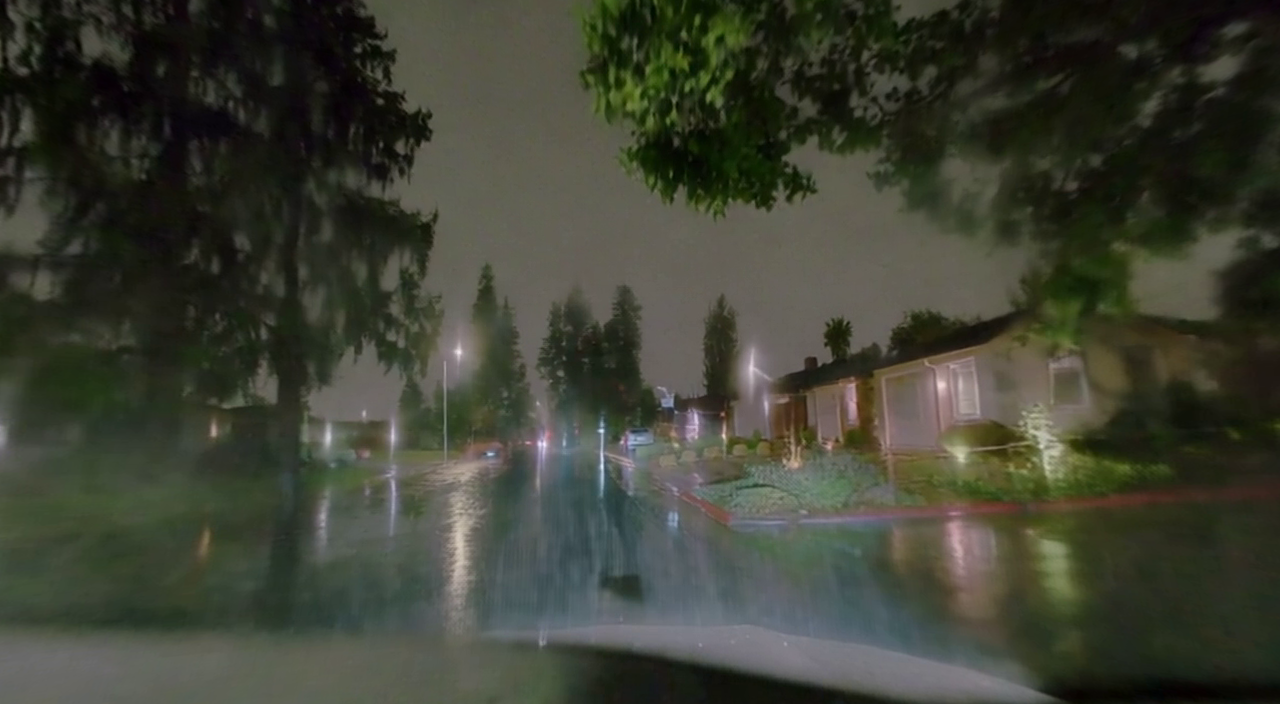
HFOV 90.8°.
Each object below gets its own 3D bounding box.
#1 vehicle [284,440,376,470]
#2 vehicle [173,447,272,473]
[{"bbox_3d":[-18.746,6.242,38.378,4.559,1.745,1.918,1,-9,-8],"label":"vehicle"},{"bbox_3d":[-25.052,6.489,38.060,4.531,1.470,1.855,0,-9,-4],"label":"vehicle"}]
